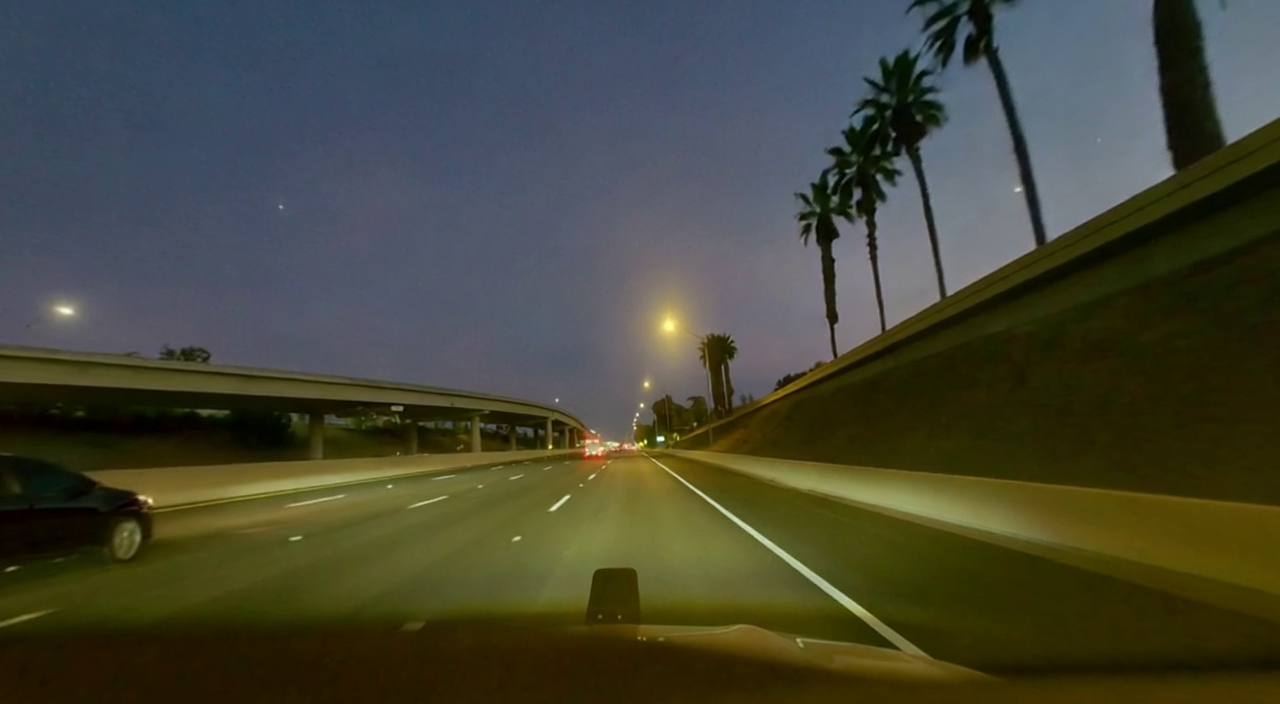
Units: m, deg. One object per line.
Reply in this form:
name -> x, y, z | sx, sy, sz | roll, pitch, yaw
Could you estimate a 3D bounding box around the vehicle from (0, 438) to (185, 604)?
vehicle -> -6.836, 1.587, 5.973 | 1.914, 1.503, 4.268 | -1, -8, -1
